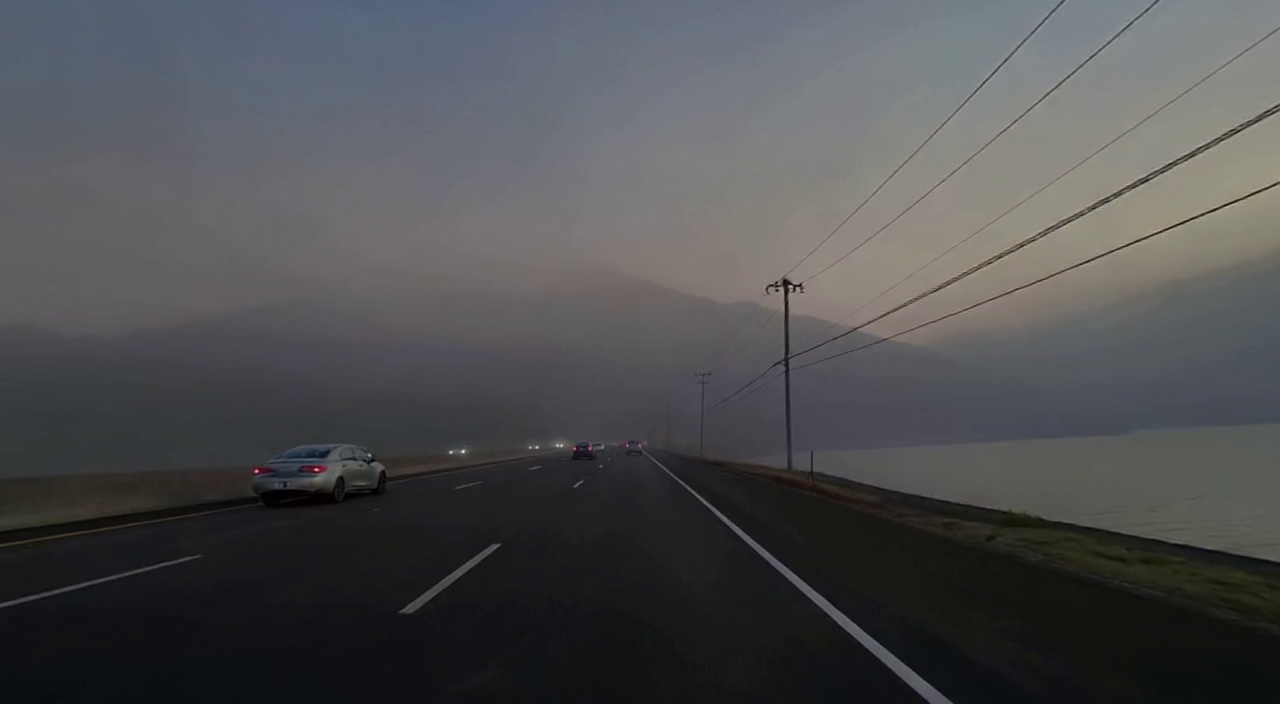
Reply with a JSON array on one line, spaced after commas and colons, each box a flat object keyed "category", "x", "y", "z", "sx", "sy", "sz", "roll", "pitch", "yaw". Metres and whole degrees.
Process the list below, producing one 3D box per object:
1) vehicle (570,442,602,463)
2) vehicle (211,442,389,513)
[{"category": "vehicle", "x": -4.013, "y": 7.518, "z": 47.313, "sx": 2.097, "sy": 1.514, "sz": 4.209, "roll": 0, "pitch": -8, "yaw": -1}, {"category": "vehicle", "x": -7.965, "y": 2.935, "z": 15.391, "sx": 1.847, "sy": 1.456, "sz": 4.471, "roll": 0, "pitch": -8, "yaw": 0}]
